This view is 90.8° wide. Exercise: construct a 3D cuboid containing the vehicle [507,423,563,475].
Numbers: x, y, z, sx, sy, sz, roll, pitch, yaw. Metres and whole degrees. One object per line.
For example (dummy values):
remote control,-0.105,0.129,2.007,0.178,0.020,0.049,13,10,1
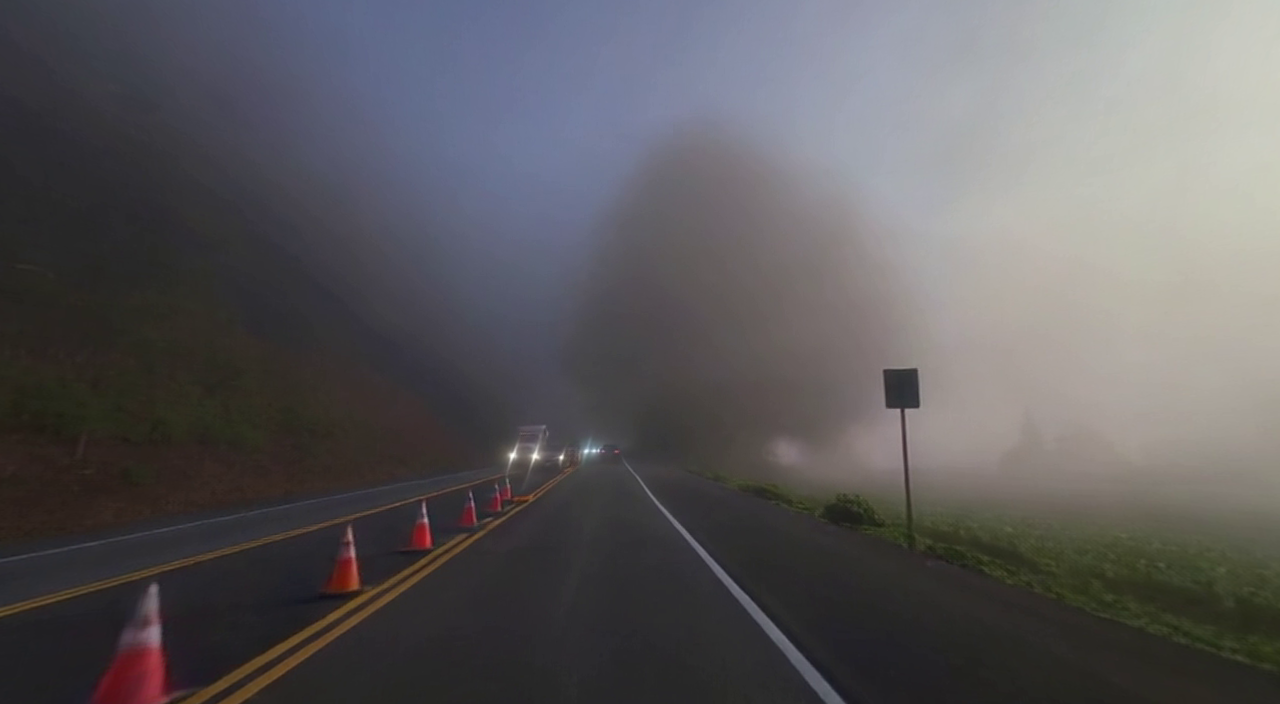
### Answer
vehicle,-5.329,5.016,32.690,2.380,2.488,4.028,0,-8,-3
